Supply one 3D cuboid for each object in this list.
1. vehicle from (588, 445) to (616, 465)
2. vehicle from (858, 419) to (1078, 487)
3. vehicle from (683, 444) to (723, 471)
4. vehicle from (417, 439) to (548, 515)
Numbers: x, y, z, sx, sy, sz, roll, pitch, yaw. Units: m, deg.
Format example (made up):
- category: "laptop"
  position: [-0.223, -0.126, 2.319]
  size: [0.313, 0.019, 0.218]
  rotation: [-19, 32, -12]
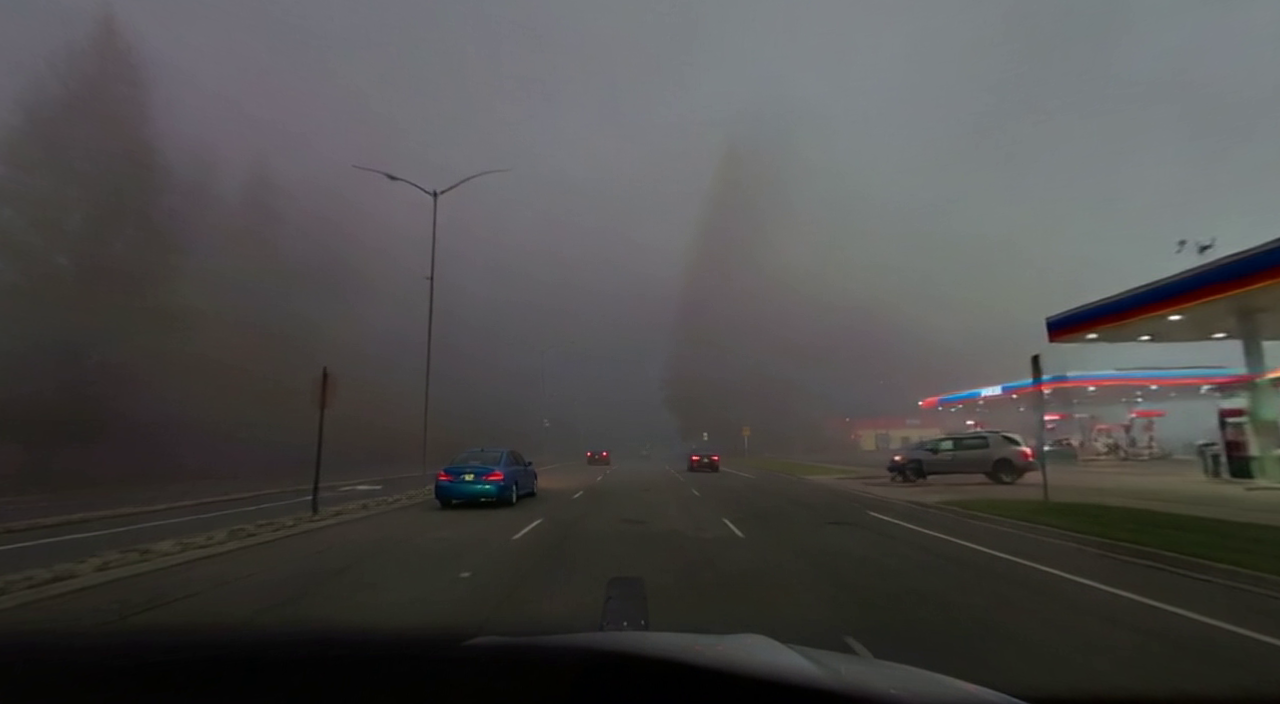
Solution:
- category: "vehicle"
  position: [-2.953, 8.017, 49.300]
  size: [1.841, 1.474, 4.038]
  rotation: [0, -8, 1]
- category: "vehicle"
  position: [10.712, 3.373, 21.035]
  size: [5.931, 1.872, 2.264]
  rotation: [-3, -9, 3]
- category: "vehicle"
  position: [3.635, 6.146, 36.894]
  size: [1.883, 1.465, 3.975]
  rotation: [0, -8, 0]
- category: "vehicle"
  position: [-3.417, 2.782, 14.597]
  size: [1.803, 1.463, 4.422]
  rotation: [0, -8, 1]
